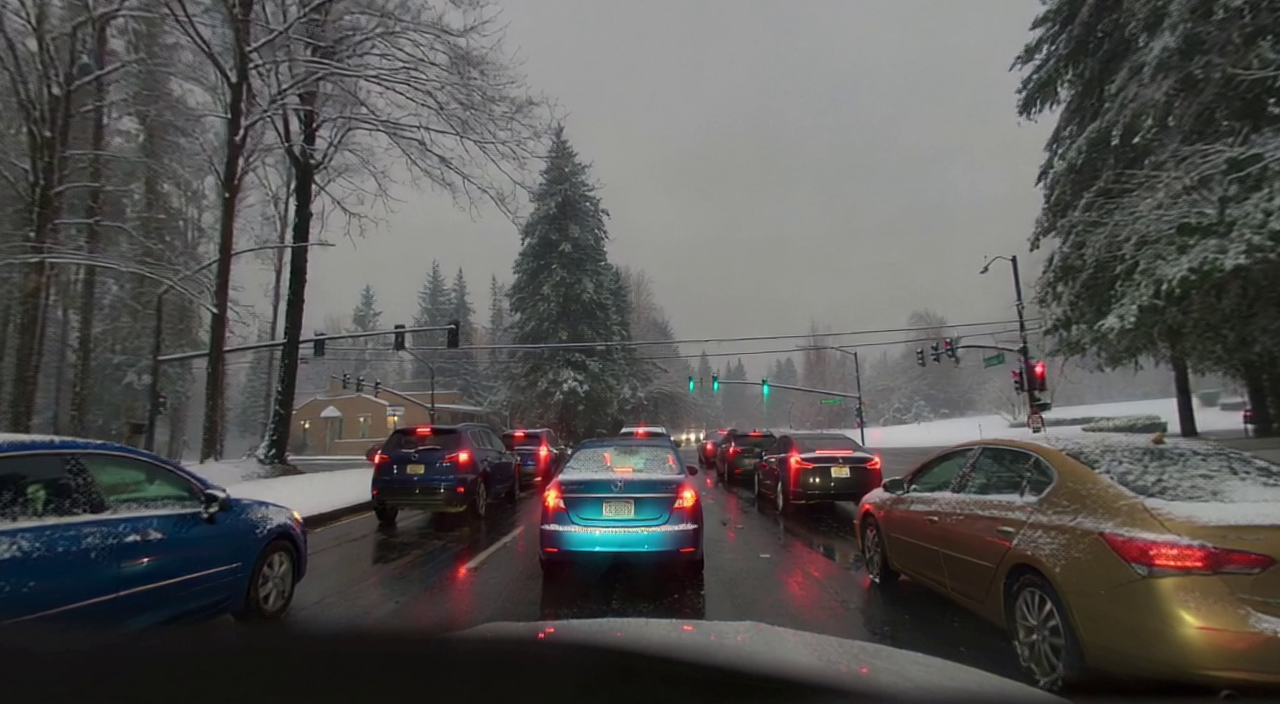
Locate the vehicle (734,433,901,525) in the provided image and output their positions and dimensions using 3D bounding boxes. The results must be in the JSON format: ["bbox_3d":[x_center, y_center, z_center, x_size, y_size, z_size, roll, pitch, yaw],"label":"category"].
[{"bbox_3d":[3.183,2.337,12.332,1.975,1.460,4.357,0,-8,0],"label":"vehicle"}]

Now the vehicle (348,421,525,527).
[{"bbox_3d":[-3.726,2.313,12.484,1.961,1.714,4.268,0,-8,2],"label":"vehicle"}]

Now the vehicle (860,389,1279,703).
[{"bbox_3d":[3.136,1.152,4.060,1.903,1.480,4.270,0,-8,0],"label":"vehicle"}]

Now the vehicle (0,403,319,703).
[{"bbox_3d":[-3.645,1.022,3.004,1.935,1.482,4.433,0,-8,-1],"label":"vehicle"}]

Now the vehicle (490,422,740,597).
[{"bbox_3d":[-0.253,1.641,7.402,2.147,1.479,3.803,0,-8,-1],"label":"vehicle"}]
